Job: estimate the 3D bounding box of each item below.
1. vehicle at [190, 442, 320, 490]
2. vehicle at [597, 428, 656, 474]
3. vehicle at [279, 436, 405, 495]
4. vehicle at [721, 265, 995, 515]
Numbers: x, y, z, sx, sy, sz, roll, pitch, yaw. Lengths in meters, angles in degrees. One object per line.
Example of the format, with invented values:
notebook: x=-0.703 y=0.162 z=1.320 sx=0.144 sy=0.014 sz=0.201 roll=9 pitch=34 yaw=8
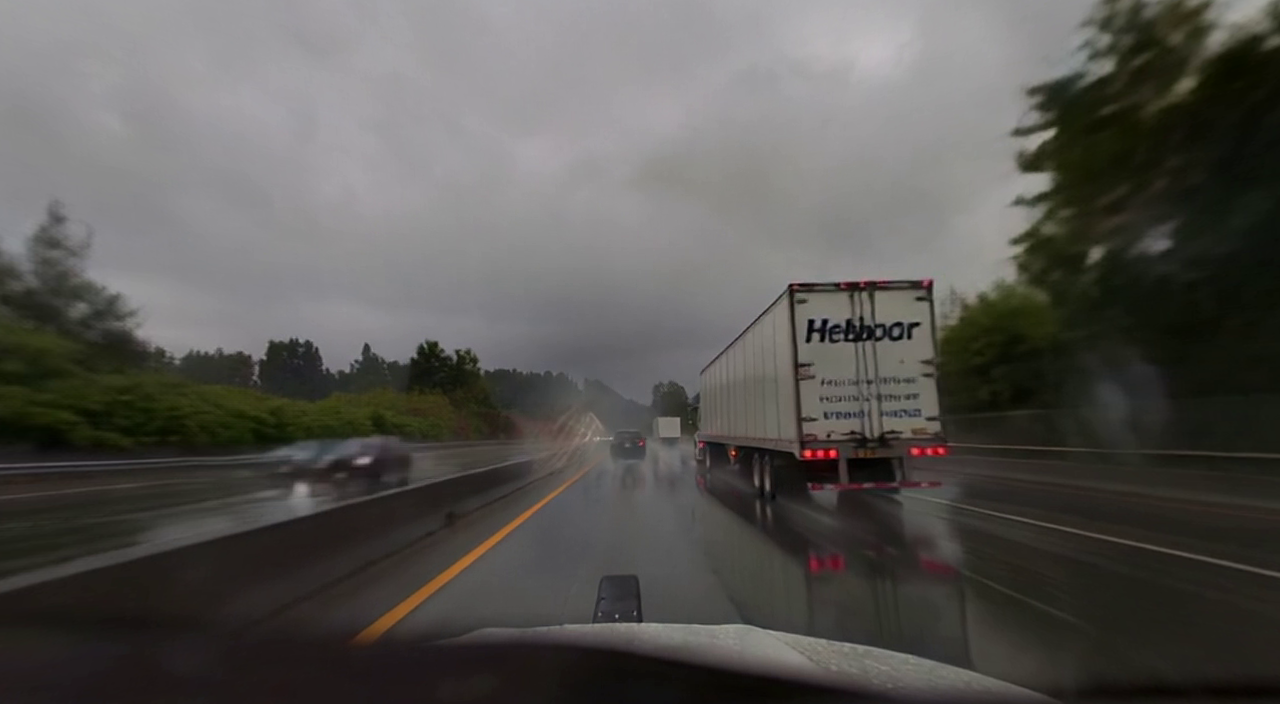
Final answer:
vehicle: x=-13.531 y=3.987 z=22.524 sx=1.830 sy=1.478 sz=4.507 roll=0 pitch=-8 yaw=-1
vehicle: x=-0.511 y=3.747 z=24.150 sx=2.095 sy=1.557 sz=3.963 roll=0 pitch=-8 yaw=-1
vehicle: x=-9.377 y=3.538 z=20.276 sx=1.997 sy=1.660 sz=4.315 roll=0 pitch=-8 yaw=-1
vehicle: x=4.099 y=1.204 z=15.061 sx=2.853 sy=4.038 sz=9.831 roll=0 pitch=-8 yaw=-1
